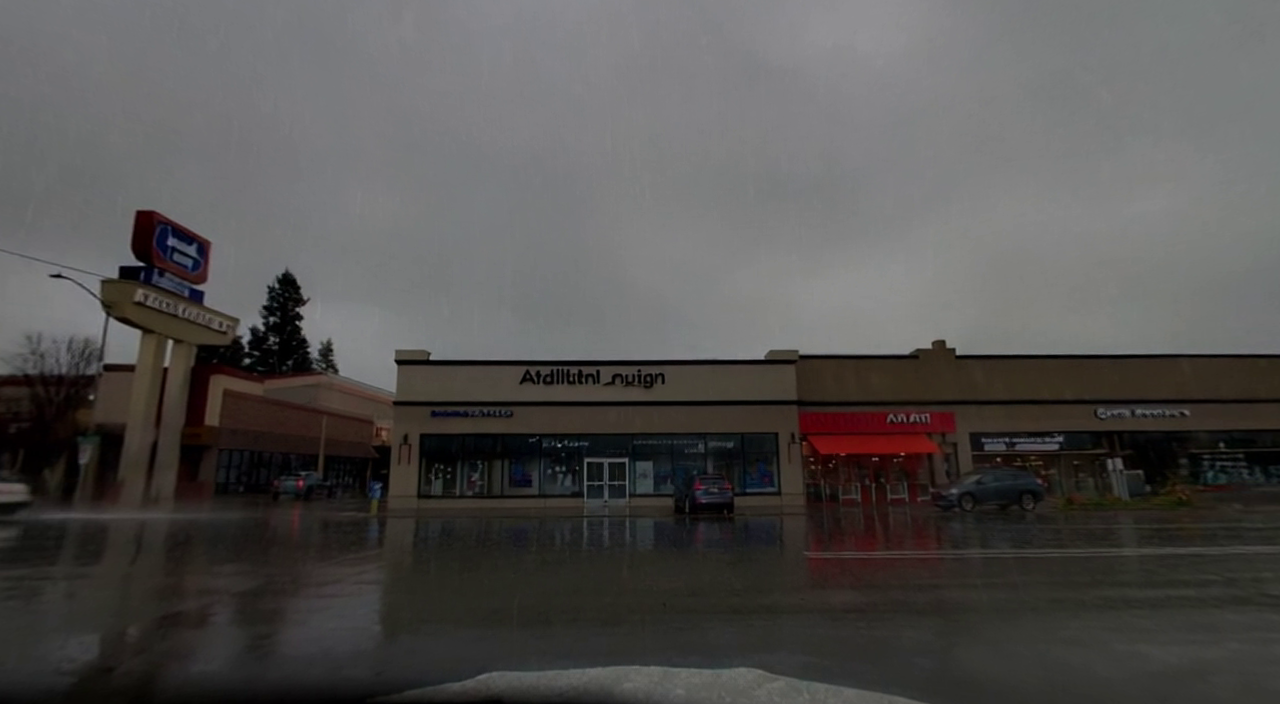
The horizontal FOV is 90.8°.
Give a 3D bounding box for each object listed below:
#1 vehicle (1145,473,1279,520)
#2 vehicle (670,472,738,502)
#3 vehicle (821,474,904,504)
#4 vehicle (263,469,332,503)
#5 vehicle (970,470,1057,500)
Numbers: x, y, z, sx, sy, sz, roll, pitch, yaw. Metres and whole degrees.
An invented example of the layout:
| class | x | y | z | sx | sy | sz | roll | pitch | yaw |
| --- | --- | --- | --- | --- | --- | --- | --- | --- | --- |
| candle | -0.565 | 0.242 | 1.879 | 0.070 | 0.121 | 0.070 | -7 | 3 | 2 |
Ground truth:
| class | x | y | z | sx | sy | sz | roll | pitch | yaw |
| --- | --- | --- | --- | --- | --- | --- | --- | --- | --- |
| vehicle | 20.427 | 4.949 | 21.813 | 4.418 | 1.467 | 1.846 | 1 | -9 | -3 |
| vehicle | 3.751 | 8.040 | 37.840 | 1.812 | 1.468 | 4.519 | 5 | -10 | -28 |
| vehicle | 13.132 | 8.111 | 37.637 | 1.791 | 1.453 | 4.593 | 5 | -10 | -28 |
| vehicle | -19.867 | 7.711 | 36.597 | 4.596 | 1.680 | 1.936 | -8 | -12 | 41 |
| vehicle | 25.906 | 9.209 | 43.925 | 4.838 | 1.799 | 1.914 | -7 | -11 | 39 |
